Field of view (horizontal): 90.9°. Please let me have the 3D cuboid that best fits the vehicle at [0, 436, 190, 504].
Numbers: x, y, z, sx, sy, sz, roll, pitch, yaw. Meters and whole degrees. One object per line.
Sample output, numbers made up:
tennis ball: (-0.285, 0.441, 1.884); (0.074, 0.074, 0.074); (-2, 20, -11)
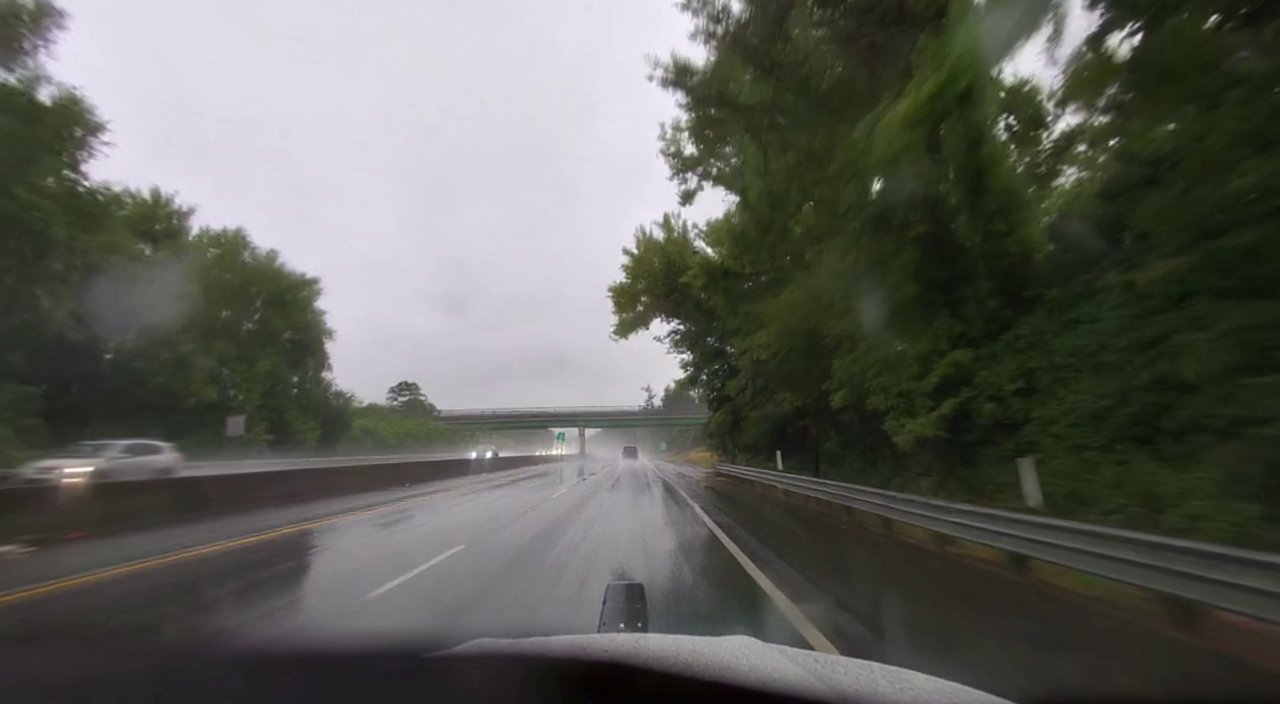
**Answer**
vehicle: (-14.213, 3.000, 16.396); (1.881, 1.513, 4.207); (0, -9, 0)
